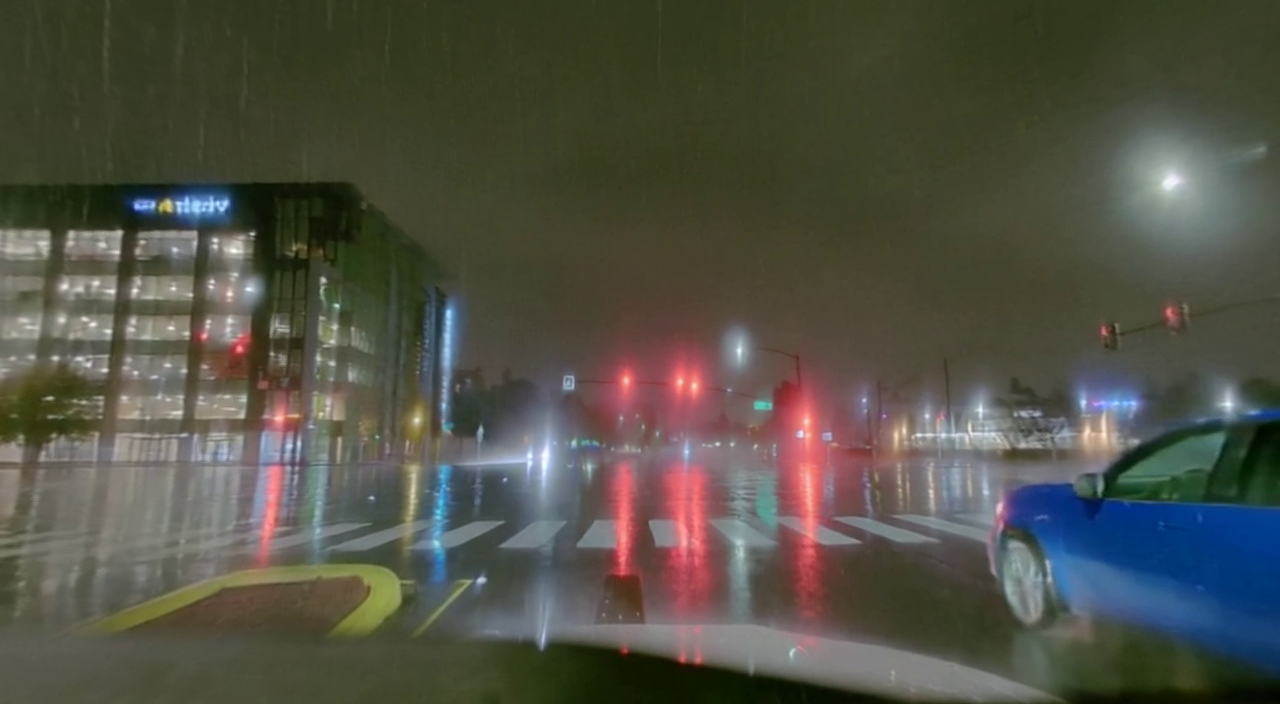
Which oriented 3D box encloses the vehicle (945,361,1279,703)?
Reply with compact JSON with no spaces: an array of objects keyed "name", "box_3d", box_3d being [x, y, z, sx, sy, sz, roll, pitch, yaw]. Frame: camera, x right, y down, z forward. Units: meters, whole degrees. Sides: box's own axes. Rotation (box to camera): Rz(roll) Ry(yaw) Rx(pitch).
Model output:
[{"name":"vehicle","box_3d":[3.471,0.928,2.895,2.067,1.625,4.073,0,-8,0]}]
